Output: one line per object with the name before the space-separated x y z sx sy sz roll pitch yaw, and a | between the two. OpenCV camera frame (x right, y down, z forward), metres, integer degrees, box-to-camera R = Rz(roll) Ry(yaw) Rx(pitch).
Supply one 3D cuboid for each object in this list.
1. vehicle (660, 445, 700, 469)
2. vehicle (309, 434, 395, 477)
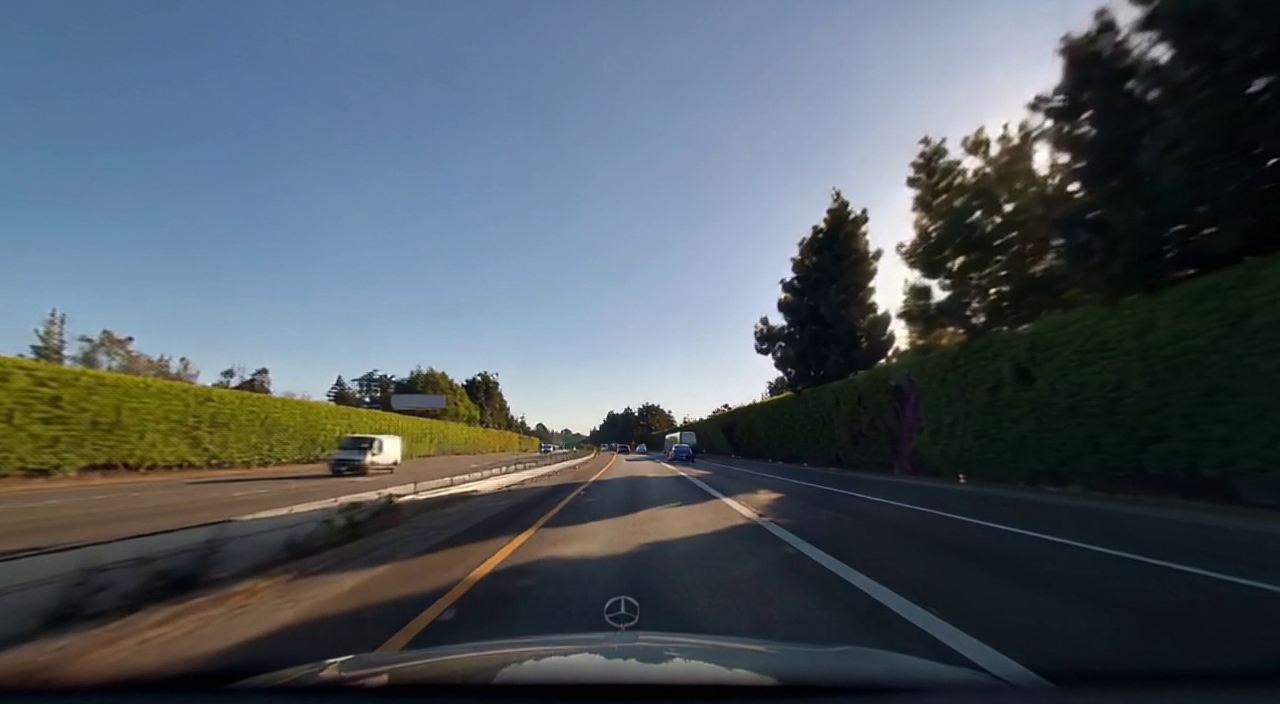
vehicle | 2.649 7.016 42.153 2.244 1.498 4.338 0 -9 -2
vehicle | -14.281 5.158 31.444 2.063 1.946 4.820 0 -9 0
